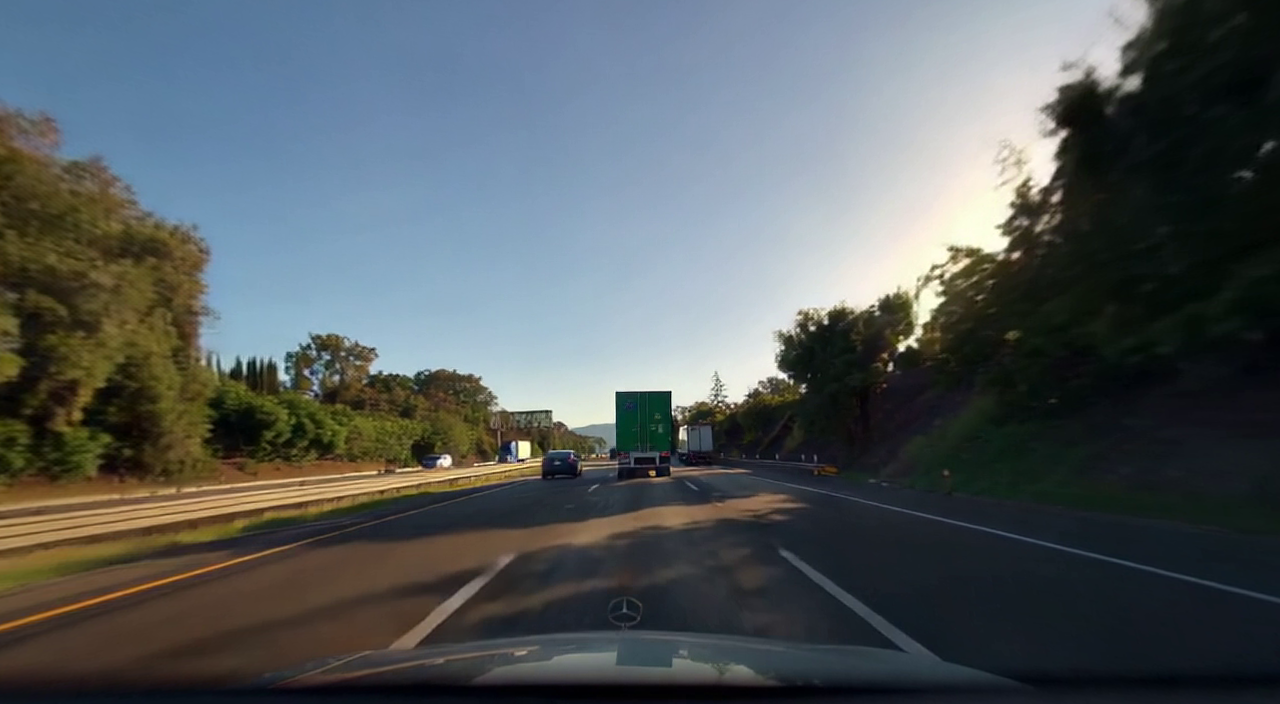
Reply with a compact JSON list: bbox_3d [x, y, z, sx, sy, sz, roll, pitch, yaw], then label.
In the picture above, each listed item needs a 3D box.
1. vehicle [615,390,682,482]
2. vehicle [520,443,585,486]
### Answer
[{"bbox_3d":[0.296,4.554,33.372,2.932,4.042,11.054,0,-9,-1],"label":"vehicle"},{"bbox_3d":[-3.598,4.737,26.896,2.173,1.657,4.401,0,-9,-1],"label":"vehicle"}]
